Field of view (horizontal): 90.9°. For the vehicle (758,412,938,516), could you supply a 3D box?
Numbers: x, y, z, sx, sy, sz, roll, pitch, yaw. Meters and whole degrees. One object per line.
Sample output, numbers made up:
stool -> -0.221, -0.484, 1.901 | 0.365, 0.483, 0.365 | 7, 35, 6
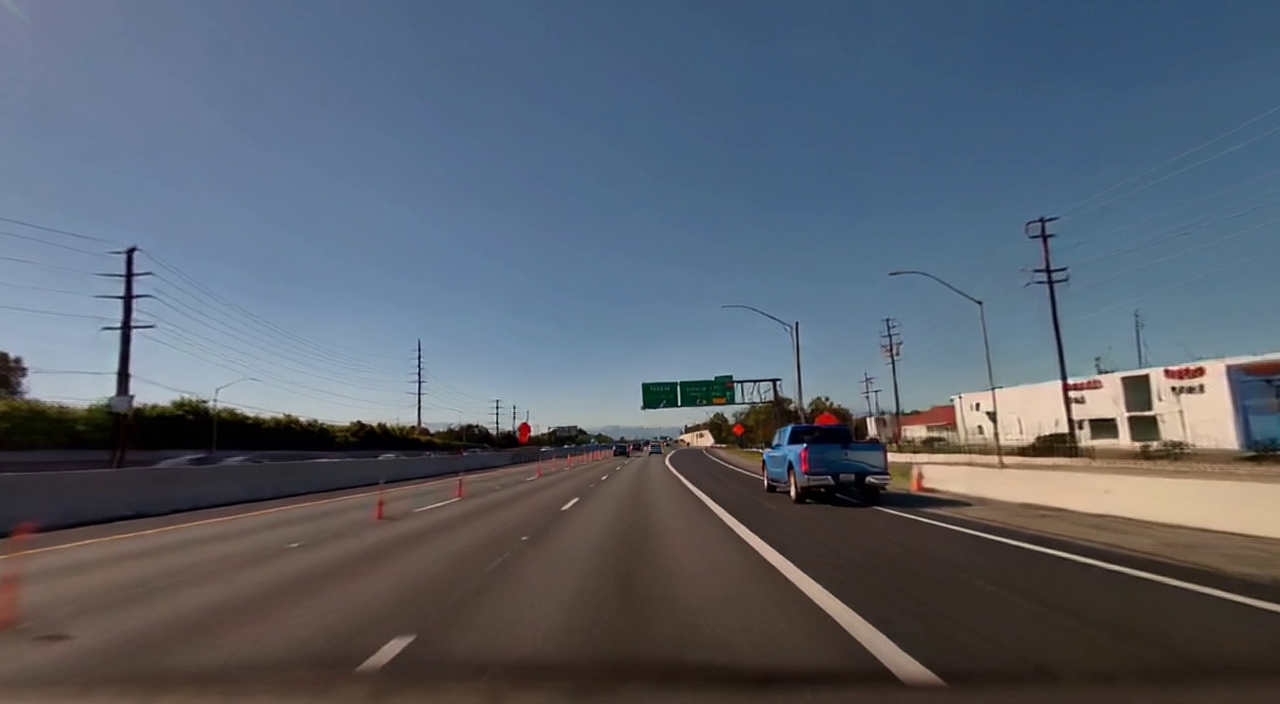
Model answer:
vehicle -> 4.233, 2.410, 14.021 | 2.186, 1.840, 5.289 | 0, -9, 0

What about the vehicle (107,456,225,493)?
vehicle -> -23.872, 6.179, 32.062 | 2.018, 1.628, 4.996 | -1, -9, 1
